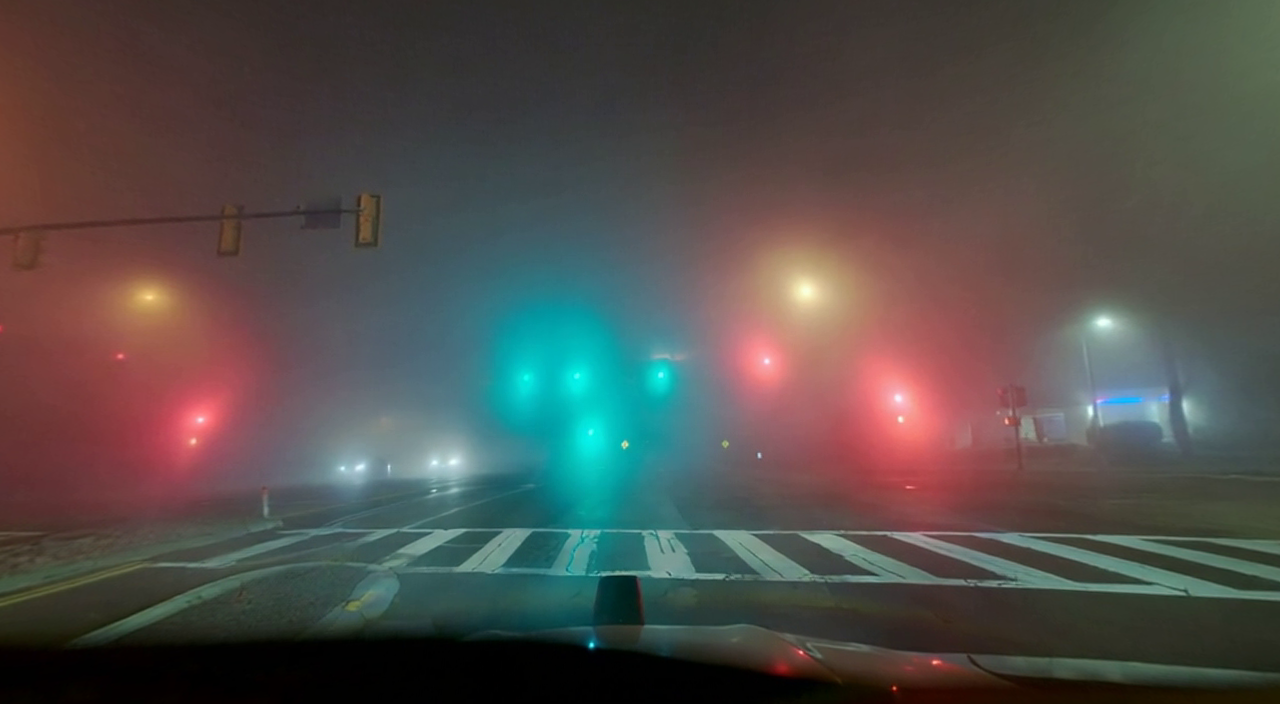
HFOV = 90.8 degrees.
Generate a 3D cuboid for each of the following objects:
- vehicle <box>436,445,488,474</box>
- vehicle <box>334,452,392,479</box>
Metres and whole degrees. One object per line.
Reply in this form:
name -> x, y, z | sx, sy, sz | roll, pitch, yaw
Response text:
vehicle -> -12.183, 7.383, 43.641 | 2.151, 1.847, 4.634 | 0, -9, 1
vehicle -> -18.849, 7.737, 43.214 | 1.933, 1.664, 4.255 | 0, -9, 1
